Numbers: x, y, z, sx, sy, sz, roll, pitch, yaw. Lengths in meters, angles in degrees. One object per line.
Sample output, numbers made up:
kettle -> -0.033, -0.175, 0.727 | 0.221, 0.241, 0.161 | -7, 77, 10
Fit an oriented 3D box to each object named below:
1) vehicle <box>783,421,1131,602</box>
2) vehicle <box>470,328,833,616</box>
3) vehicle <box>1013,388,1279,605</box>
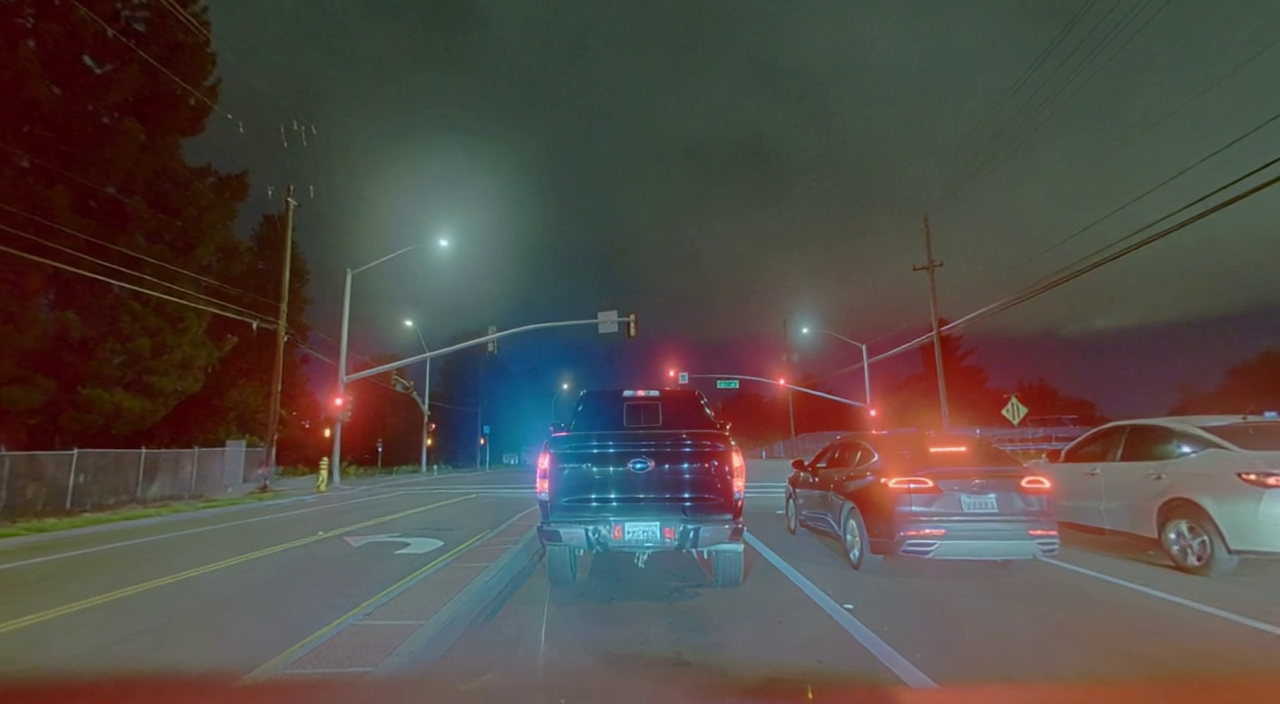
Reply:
vehicle -> 3.117, 1.641, 7.371 | 1.993, 1.495, 4.060 | 0, -8, 1
vehicle -> 0.116, 1.383, 8.132 | 2.831, 2.284, 6.149 | 0, -8, 1
vehicle -> 6.156, 1.369, 6.461 | 1.982, 1.727, 4.352 | 0, -8, 1
